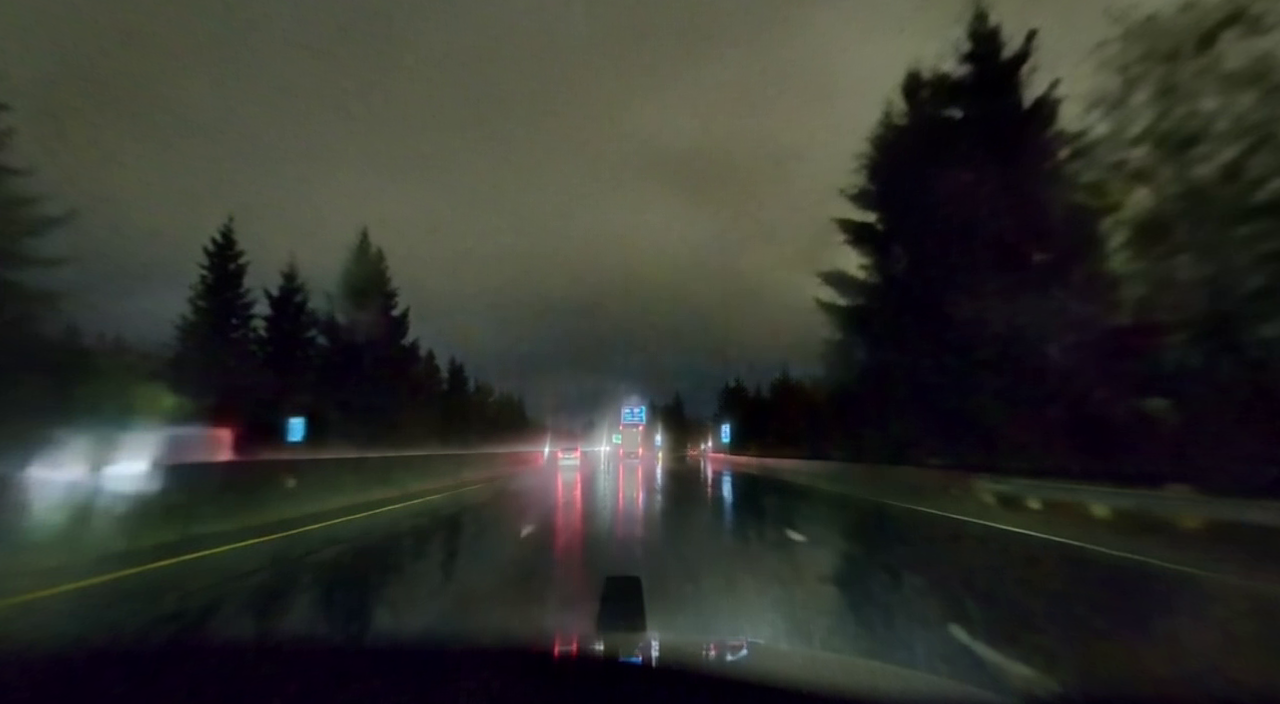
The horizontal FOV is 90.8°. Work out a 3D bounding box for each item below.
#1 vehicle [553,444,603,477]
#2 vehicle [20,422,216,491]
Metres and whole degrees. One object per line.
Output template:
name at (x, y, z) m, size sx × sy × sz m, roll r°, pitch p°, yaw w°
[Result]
vehicle at (-3.128, 5.625, 32.963) m, size 2.184 × 1.574 × 5.004 m, roll 0°, pitch -9°, yaw -1°
vehicle at (-16.707, 3.384, 20.668) m, size 2.213 × 1.948 × 4.866 m, roll 0°, pitch -9°, yaw 0°
